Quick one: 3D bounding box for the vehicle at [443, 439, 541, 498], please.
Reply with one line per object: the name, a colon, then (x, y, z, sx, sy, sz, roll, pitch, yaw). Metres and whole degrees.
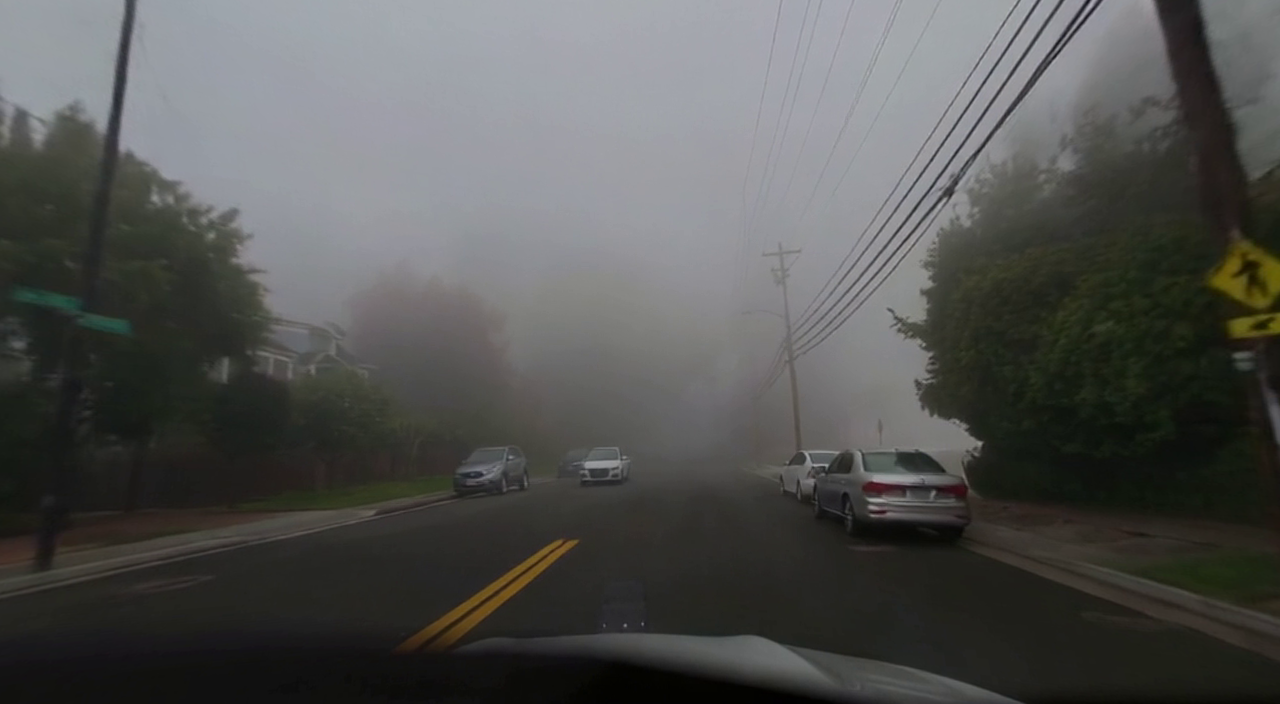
vehicle: (-5.023, 3.996, 22.087, 2.027, 1.695, 4.437, -4, -8, 4)

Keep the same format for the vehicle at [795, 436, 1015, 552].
vehicle: (4.022, 2.191, 10.585, 2.014, 1.482, 4.599, -1, -8, 5)

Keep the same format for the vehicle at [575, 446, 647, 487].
vehicle: (-1.035, 4.486, 25.154, 2.079, 1.441, 4.541, -1, -8, 7)
